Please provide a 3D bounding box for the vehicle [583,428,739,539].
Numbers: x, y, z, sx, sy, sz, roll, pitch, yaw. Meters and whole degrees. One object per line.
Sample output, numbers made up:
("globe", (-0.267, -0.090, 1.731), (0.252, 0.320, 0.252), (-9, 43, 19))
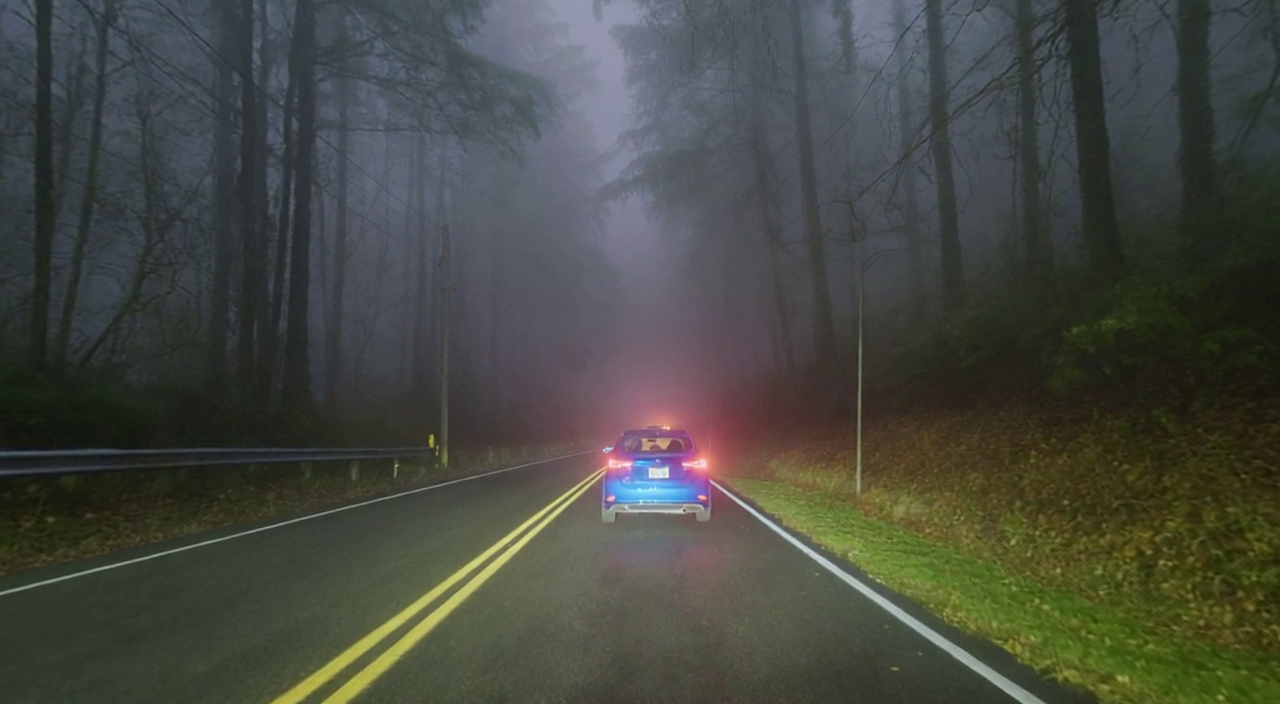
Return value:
("vehicle", (0.306, 2.124, 10.766), (2.187, 1.533, 3.726), (0, -8, 1))
